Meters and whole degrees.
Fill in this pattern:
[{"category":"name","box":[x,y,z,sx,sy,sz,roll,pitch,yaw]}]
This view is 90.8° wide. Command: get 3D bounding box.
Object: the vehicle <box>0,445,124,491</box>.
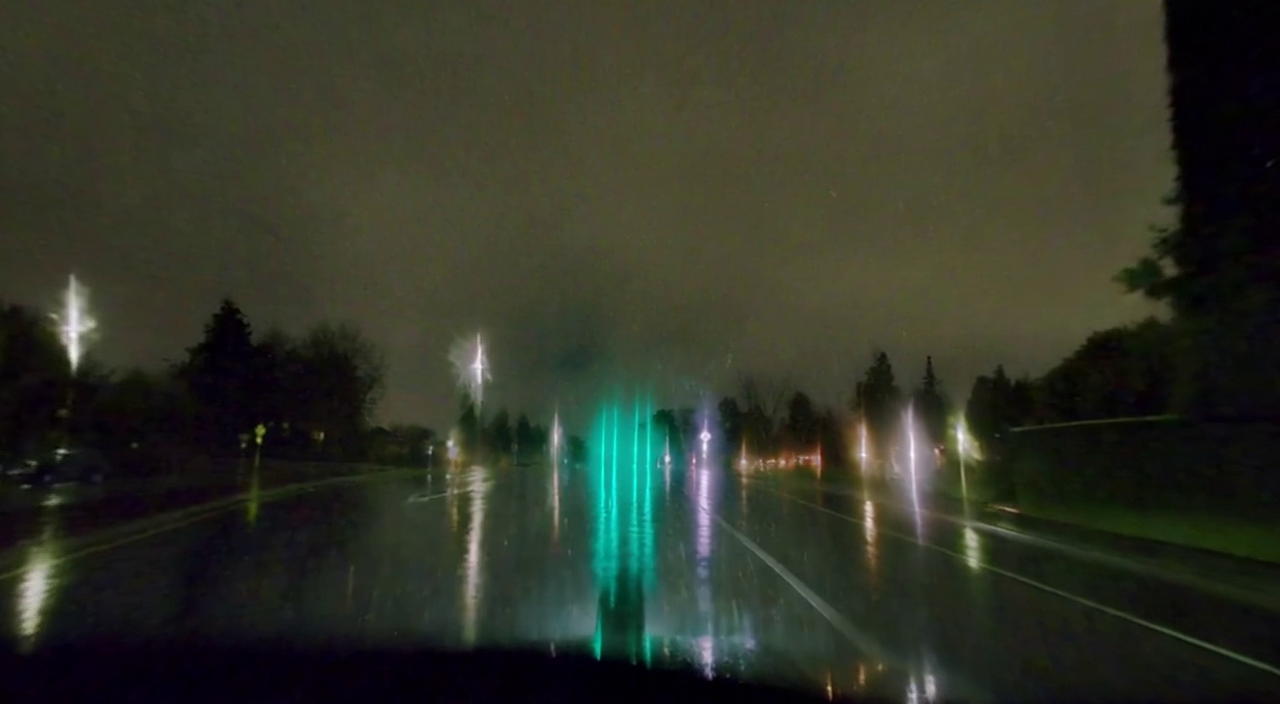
[{"category":"vehicle","box":[-22.713,4.374,24.133,2.049,1.578,4.787,-1,-9,-2]}]
